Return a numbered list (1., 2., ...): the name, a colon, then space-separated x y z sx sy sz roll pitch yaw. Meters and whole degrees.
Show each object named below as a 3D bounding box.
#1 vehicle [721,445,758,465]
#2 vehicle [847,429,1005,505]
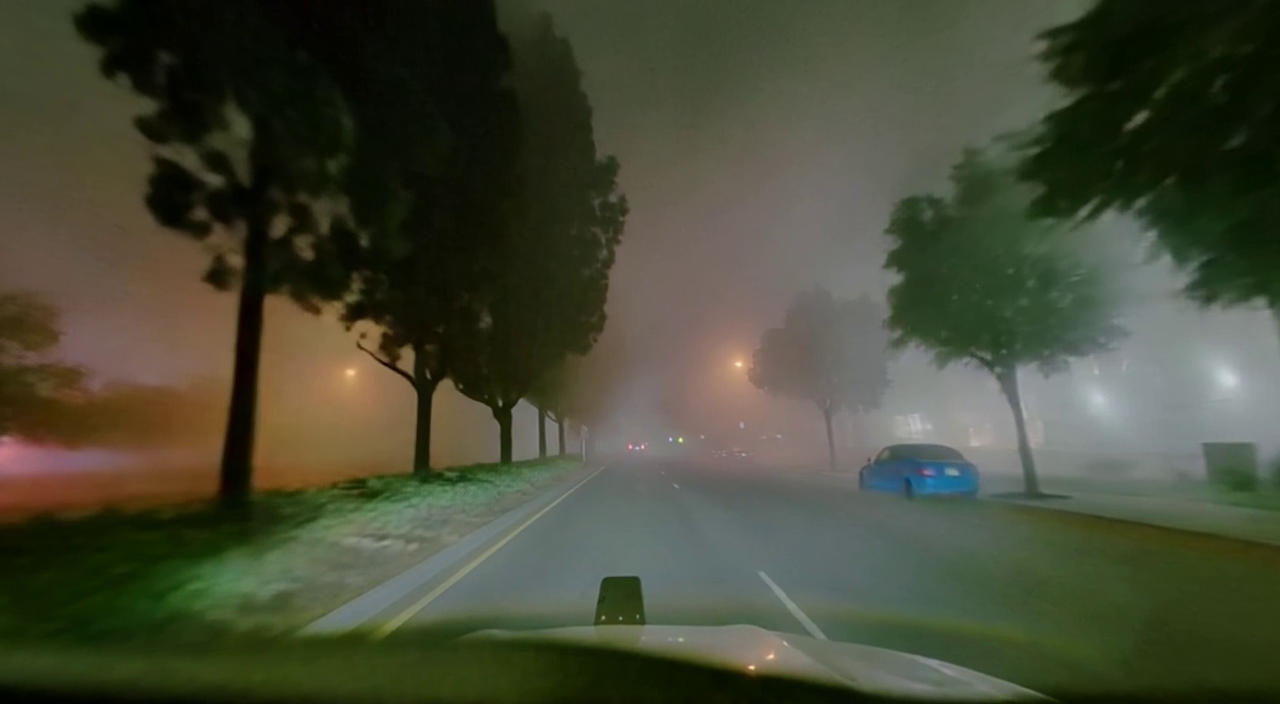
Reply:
1. vehicle: 7.515 7.865 48.291 1.991 1.446 4.685 0 -8 -1
2. vehicle: 7.858 3.198 18.008 2.167 1.848 4.713 0 -8 -1
